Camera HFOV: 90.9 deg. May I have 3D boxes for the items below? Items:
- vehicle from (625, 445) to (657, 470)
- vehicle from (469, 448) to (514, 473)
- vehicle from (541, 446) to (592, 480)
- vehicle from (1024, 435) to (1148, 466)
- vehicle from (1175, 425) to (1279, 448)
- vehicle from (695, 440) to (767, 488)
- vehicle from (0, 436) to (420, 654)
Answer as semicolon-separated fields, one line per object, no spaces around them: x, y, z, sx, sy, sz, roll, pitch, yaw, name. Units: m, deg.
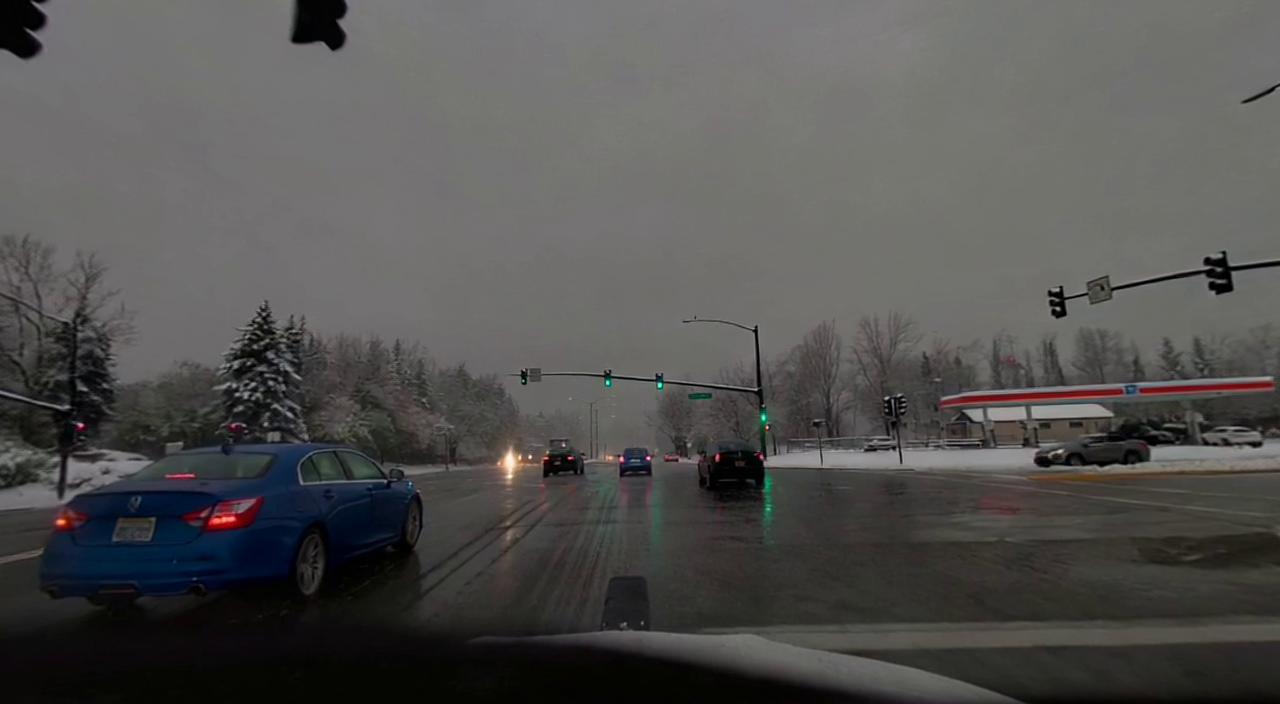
0.051;6.606;39.555;1.934;1.470;3.988;0;-8;0;vehicle
-11.331;8.301;48.426;2.130;1.672;4.549;-3;-8;3;vehicle
-3.388;5.172;29.769;1.841;1.474;4.038;0;-8;1;vehicle
21.444;4.761;30.402;4.573;1.419;1.840;0;-8;-1;vehicle
40.423;5.867;43.633;1.951;1.456;5.492;1;-8;0;vehicle
3.046;3.832;21.919;1.883;1.465;3.975;0;-8;0;vehicle
-3.999;1.640;6.561;1.803;1.463;4.422;0;-8;0;vehicle
